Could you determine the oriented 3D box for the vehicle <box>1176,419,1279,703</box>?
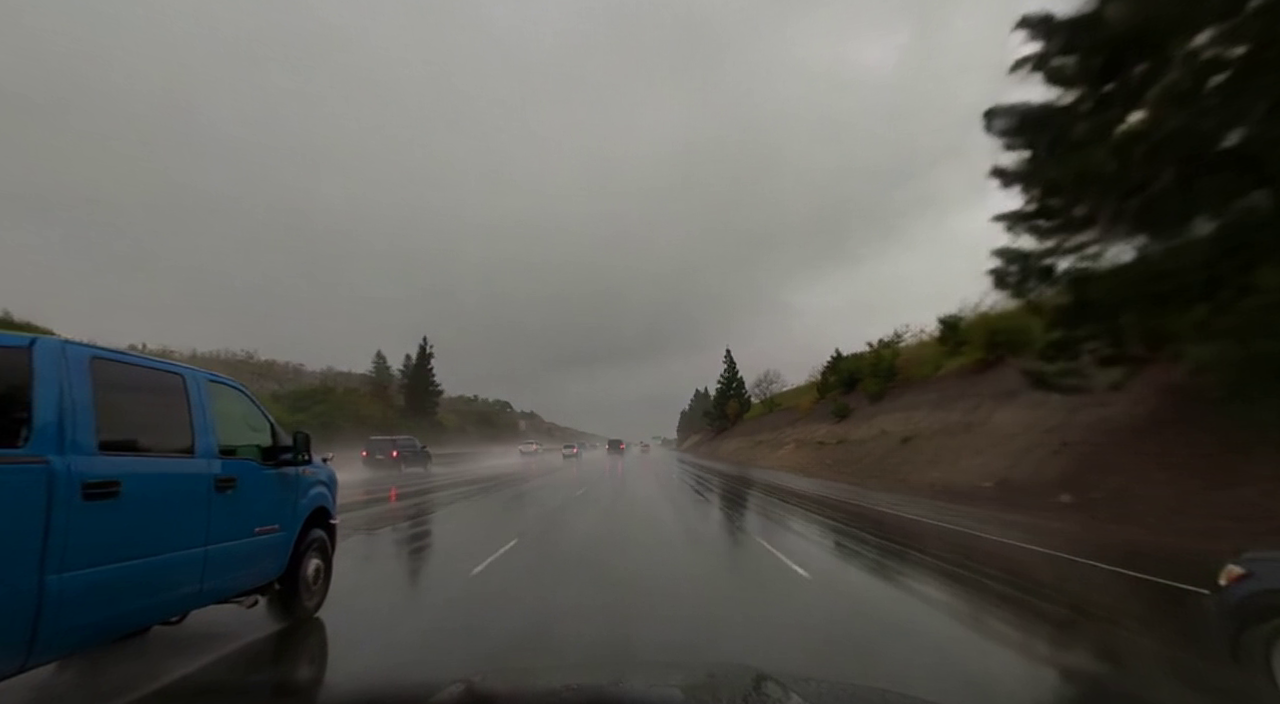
[{"bbox_3d":[4.295,0.843,1.439,2.047,1.524,4.619,0,-9,0],"label":"vehicle"}]

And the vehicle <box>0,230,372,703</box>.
[{"bbox_3d":[-3.485,0.602,2.017,2.483,2.100,6.208,0,-9,0],"label":"vehicle"}]

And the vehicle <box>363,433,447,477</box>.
[{"bbox_3d":[-10.940,4.823,29.841,2.012,1.875,4.895,0,-9,1],"label":"vehicle"}]
